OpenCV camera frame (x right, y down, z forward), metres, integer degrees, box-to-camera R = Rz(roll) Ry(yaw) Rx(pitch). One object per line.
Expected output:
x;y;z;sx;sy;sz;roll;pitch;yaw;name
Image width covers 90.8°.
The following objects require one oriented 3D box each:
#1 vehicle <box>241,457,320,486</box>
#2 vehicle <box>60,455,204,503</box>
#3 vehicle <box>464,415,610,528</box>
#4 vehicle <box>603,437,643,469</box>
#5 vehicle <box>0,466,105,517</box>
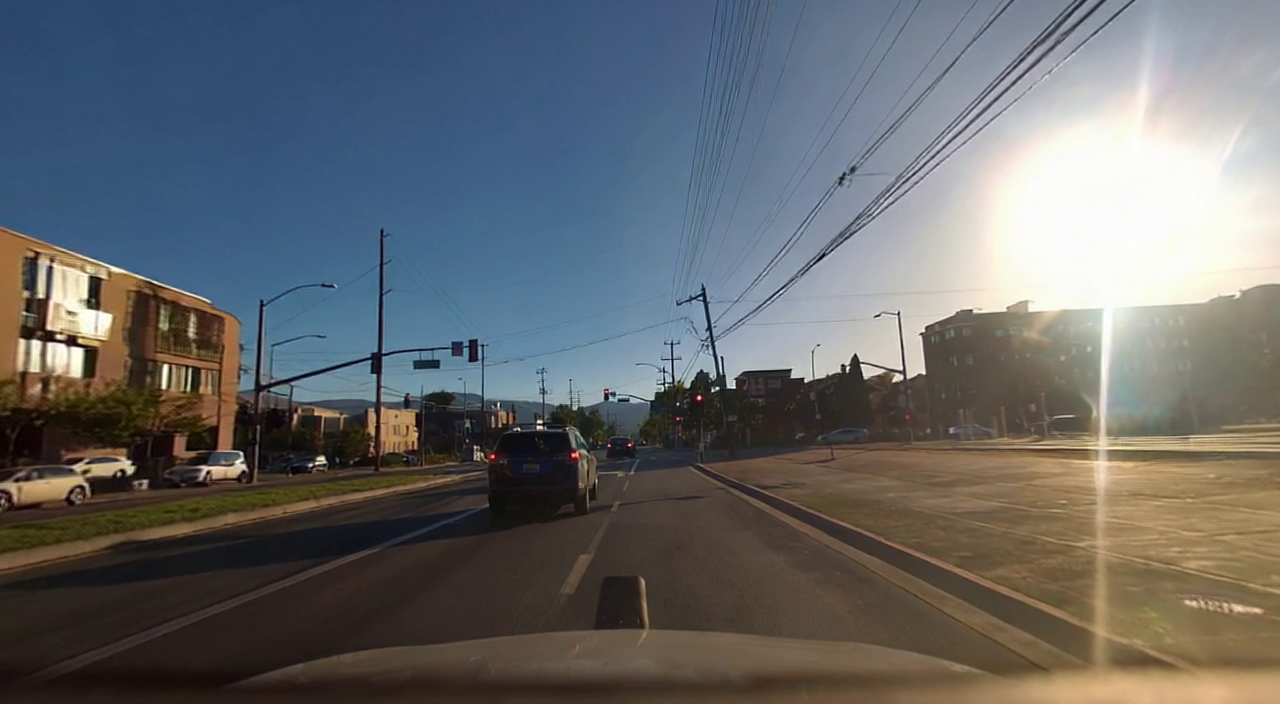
-20.130;6.678;35.590;1.826;1.430;4.426;0;-9;0;vehicle
-20.121;5.012;25.333;1.989;1.689;4.388;0;-9;2;vehicle
-1.712;2.191;12.012;2.022;1.757;4.041;0;-9;1;vehicle
-0.927;5.777;36.235;2.144;1.681;3.855;0;-9;0;vehicle
-20.203;4.490;20.533;1.790;1.415;4.450;0;-9;-2;vehicle
